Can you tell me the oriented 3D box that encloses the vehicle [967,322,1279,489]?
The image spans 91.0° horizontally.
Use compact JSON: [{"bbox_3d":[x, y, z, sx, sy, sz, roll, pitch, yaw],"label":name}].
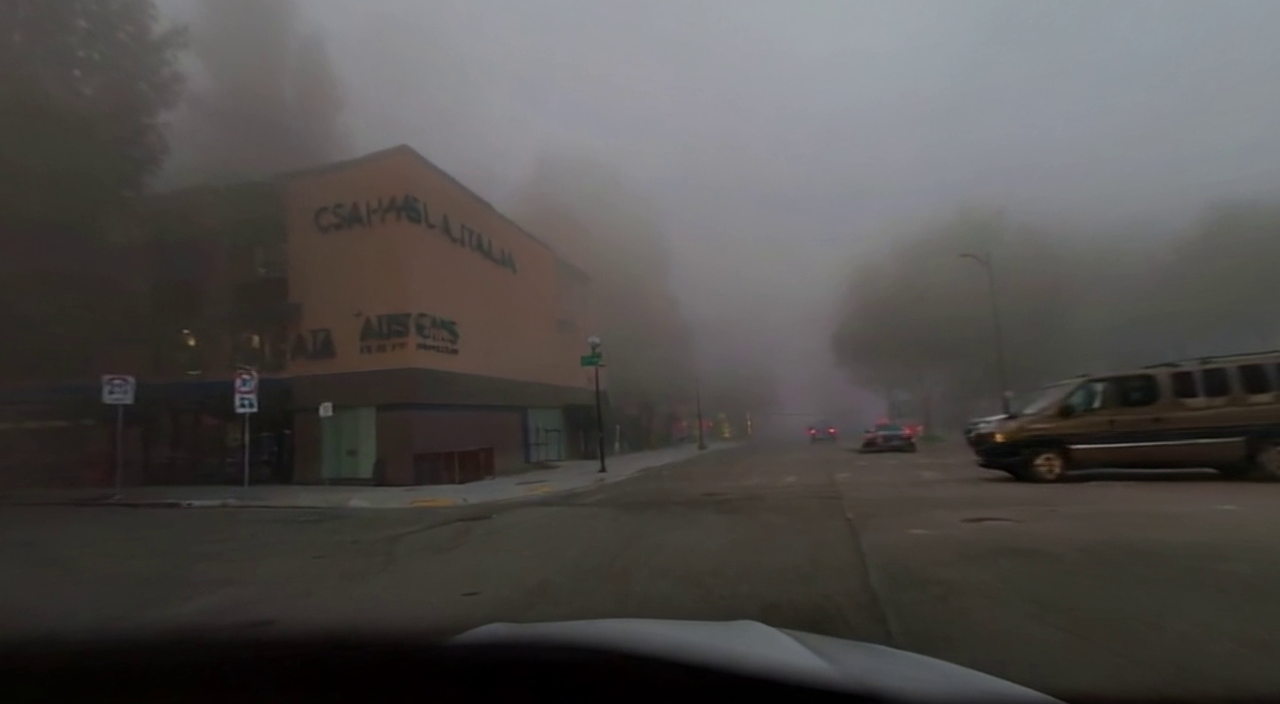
[{"bbox_3d":[9.643,1.030,11.181,2.239,2.498,6.221,6,-10,-41],"label":"vehicle"}]
